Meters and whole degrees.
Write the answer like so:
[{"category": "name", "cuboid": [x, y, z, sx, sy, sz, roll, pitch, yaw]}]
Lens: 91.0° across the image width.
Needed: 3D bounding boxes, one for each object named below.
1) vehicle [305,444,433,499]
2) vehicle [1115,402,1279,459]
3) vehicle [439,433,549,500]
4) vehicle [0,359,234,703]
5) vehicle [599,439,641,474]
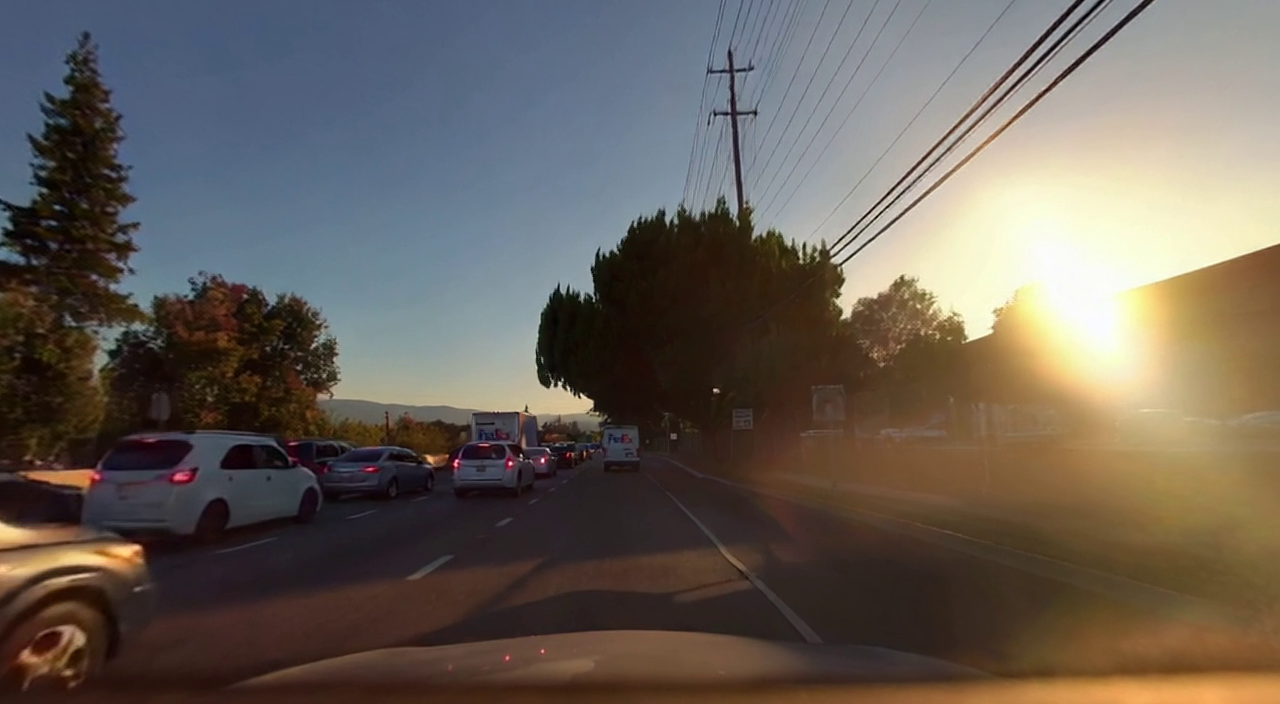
[{"category": "vehicle", "cuboid": [-8.256, 3.640, 19.795, 1.909, 1.473, 5.050, 0, -8, -2]}, {"category": "vehicle", "cuboid": [31.231, 4.432, 35.256, 7.011, 3.014, 2.594, 0, -9, -1]}, {"category": "vehicle", "cuboid": [-4.028, 3.250, 18.334, 2.057, 1.673, 4.934, 0, -8, 0]}, {"category": "vehicle", "cuboid": [-3.805, 0.741, 1.616, 2.388, 1.692, 4.684, 0, -8, 0]}, {"category": "vehicle", "cuboid": [-1.065, 5.387, 32.770, 2.055, 1.671, 4.147, 0, -8, -2]}]
